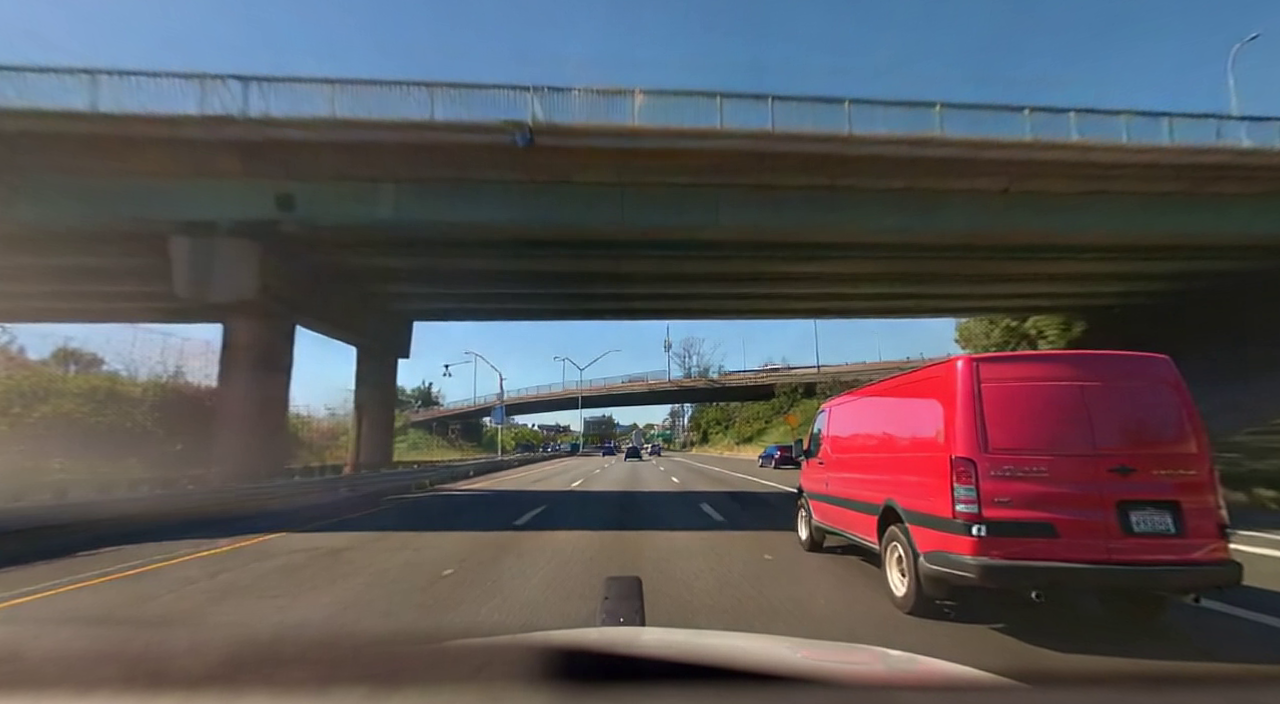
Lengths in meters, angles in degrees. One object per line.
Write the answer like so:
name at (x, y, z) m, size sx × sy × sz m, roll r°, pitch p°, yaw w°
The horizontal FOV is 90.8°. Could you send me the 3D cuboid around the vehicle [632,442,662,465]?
vehicle at (0.490, 7.665, 47.820) m, size 2.108 × 1.658 × 3.787 m, roll 0°, pitch -8°, yaw -1°
